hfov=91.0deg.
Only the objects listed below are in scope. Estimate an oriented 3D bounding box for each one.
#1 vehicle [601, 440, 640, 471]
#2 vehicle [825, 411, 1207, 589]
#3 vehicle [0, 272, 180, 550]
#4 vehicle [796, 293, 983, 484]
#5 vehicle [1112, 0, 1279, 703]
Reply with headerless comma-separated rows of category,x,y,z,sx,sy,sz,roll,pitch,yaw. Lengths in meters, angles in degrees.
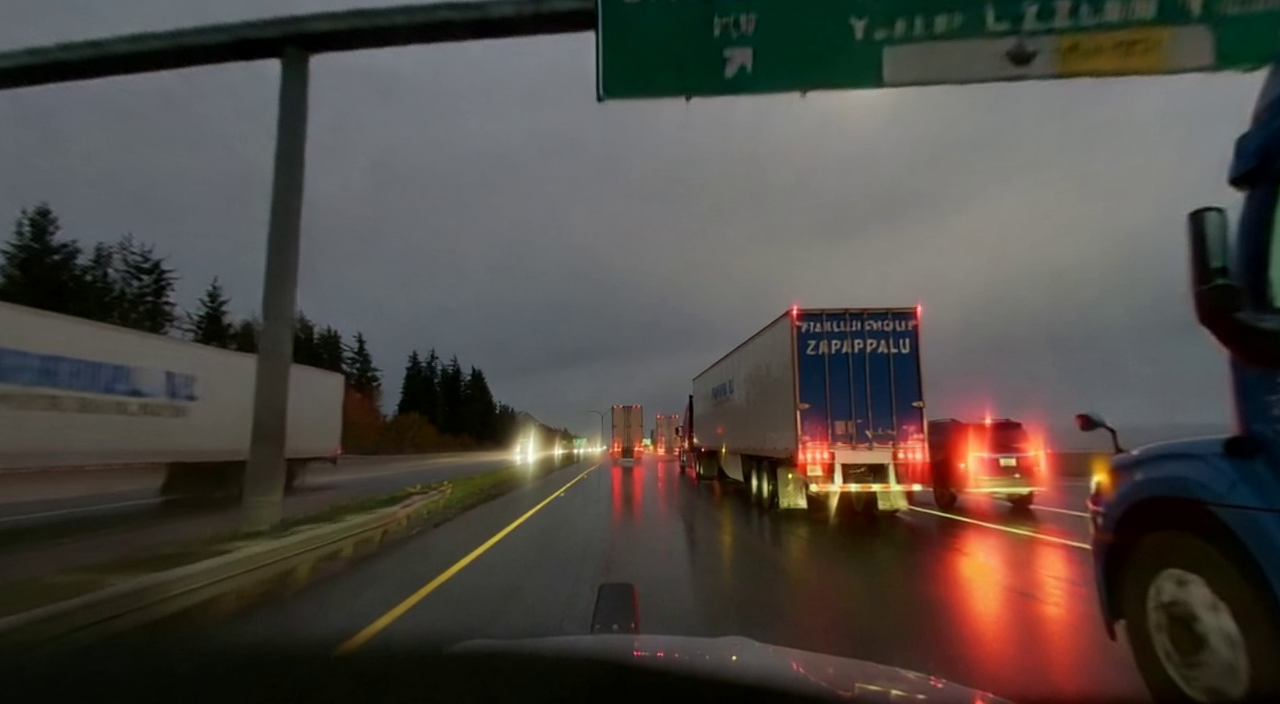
vehicle,-1.010,5.340,32.648,1.943,1.491,3.459,0,-8,-1
vehicle,4.531,1.557,7.517,4.253,1.543,2.045,4,-9,-31
vehicle,-12.264,0.722,8.590,2.972,4.669,12.286,0,-8,-2
vehicle,4.210,0.688,11.057,2.244,3.047,2.035,0,-8,-2
vehicle,4.047,-0.403,0.143,2.951,3.857,5.902,0,-8,-2
